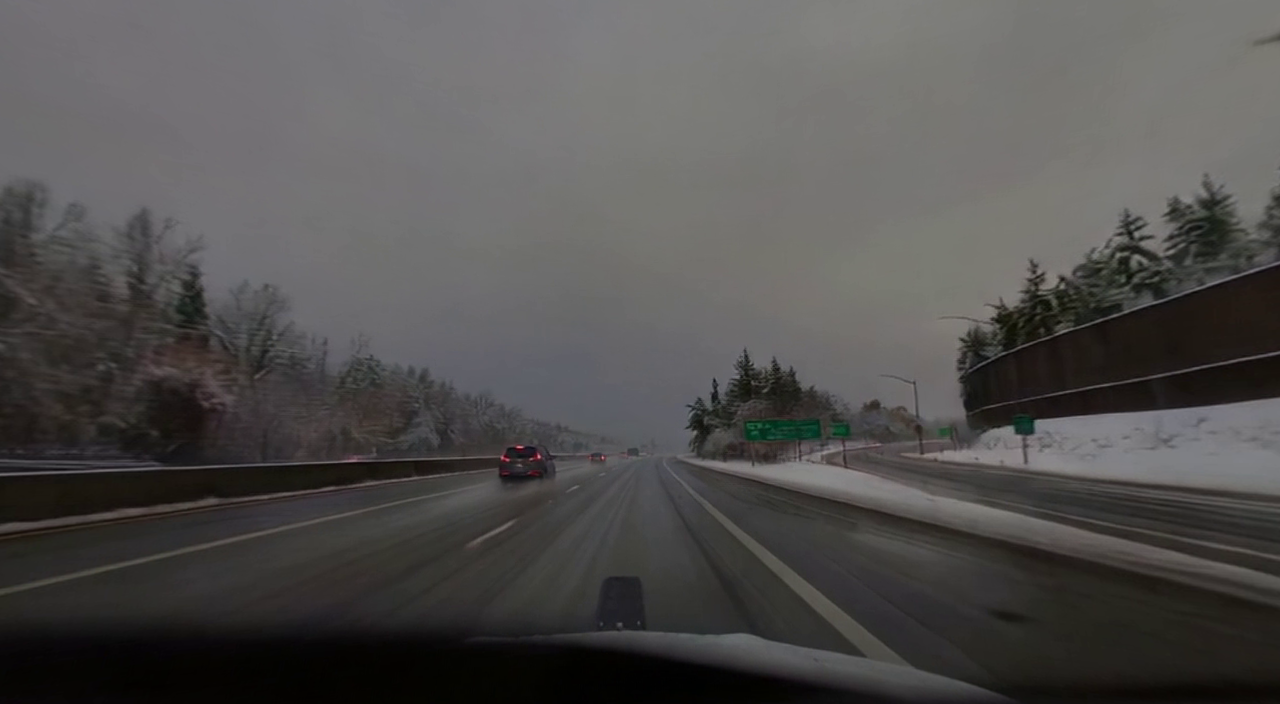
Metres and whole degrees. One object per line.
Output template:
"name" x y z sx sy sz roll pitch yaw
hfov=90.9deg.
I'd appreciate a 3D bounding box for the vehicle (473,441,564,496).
"vehicle" -4.050 3.971 21.866 2.263 1.696 4.321 0 -9 1
